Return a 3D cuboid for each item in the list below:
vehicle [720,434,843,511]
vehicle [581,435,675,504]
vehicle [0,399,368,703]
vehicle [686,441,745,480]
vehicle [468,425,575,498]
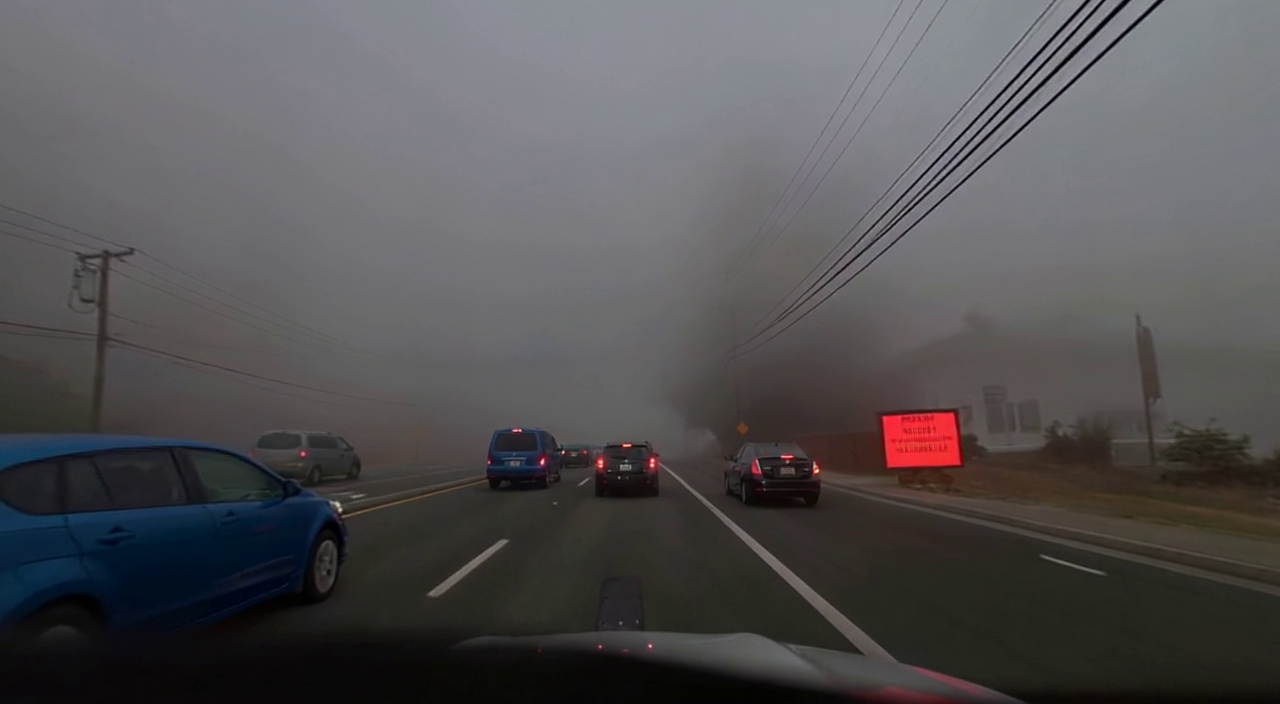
[{"bbox_3d":[3.058,2.681,14.482,1.880,1.521,3.724,0,-9,-1],"label":"vehicle"},{"bbox_3d":[-0.267,2.910,16.008,2.097,1.511,3.809,0,-9,0],"label":"vehicle"},{"bbox_3d":[-3.310,1.017,3.039,2.004,1.454,4.349,0,-9,1],"label":"vehicle"},{"bbox_3d":[3.102,4.553,26.782,1.878,1.479,4.461,0,-9,-1],"label":"vehicle"},{"bbox_3d":[-3.262,3.140,18.459,2.092,1.839,4.736,0,-9,1],"label":"vehicle"}]
